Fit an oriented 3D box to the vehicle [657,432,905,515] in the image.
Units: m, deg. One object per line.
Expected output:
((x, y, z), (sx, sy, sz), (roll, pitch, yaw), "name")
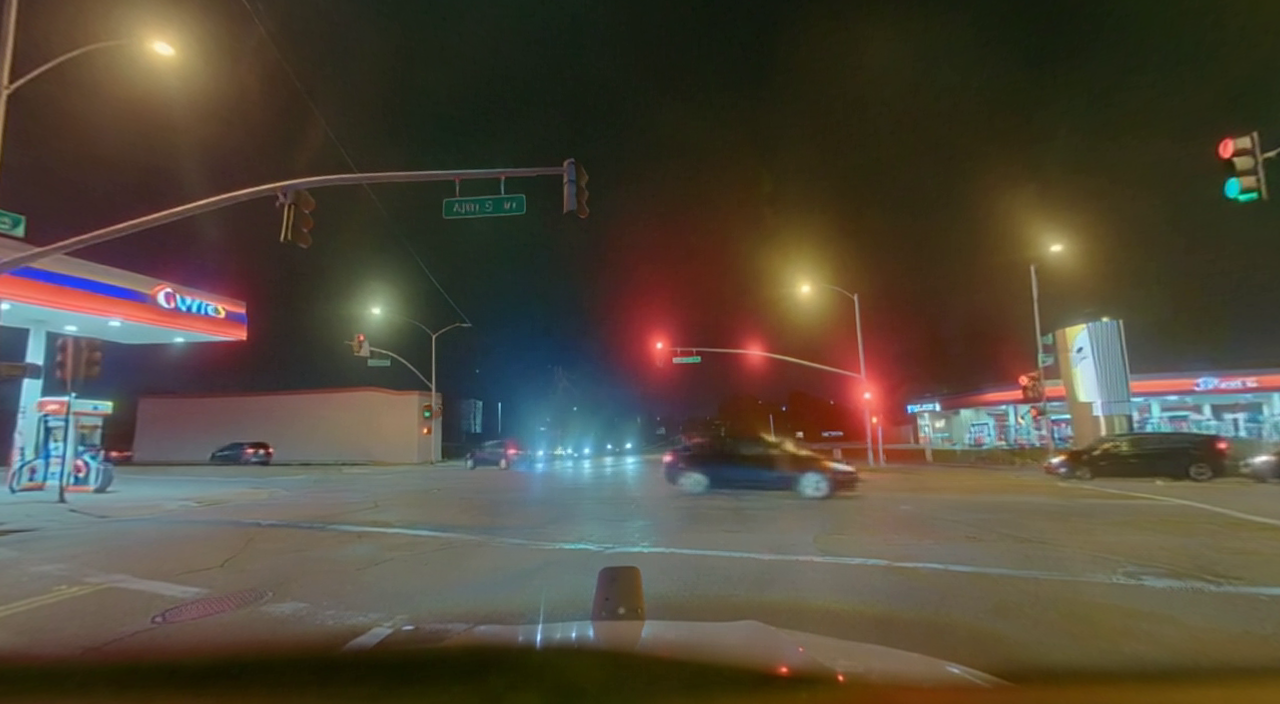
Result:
((2.891, 2.473, 13.285), (4.670, 1.458, 1.959), (-5, -10, 29), "vehicle")

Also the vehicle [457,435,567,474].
((-5.747, 4.569, 28.290), (4.568, 1.643, 1.911), (-5, -9, 26), "vehicle")

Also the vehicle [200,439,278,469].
((-24.195, 6.119, 38.089), (4.562, 1.676, 1.819), (-5, -10, 27), "vehicle")

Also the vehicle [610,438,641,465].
((-1.115, 7.073, 45.151), (2.083, 1.764, 5.011), (0, -8, -3), "vehicle")

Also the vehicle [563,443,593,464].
((-4.595, 7.598, 47.320), (2.003, 1.481, 4.091), (0, -8, -3), "vehicle")

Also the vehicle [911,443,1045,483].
((13.328, 4.355, 25.026), (4.435, 1.457, 1.766), (-6, -10, 33), "vehicle")

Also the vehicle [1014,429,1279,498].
((12.313, 2.747, 15.811), (4.681, 1.495, 2.096), (-3, -9, 21), "vehicle")

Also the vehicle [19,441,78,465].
((-45.806, 7.824, 48.892), (4.311, 1.742, 1.864), (-5, -10, 27), "vehicle")

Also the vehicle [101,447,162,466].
((-40.112, 8.236, 49.835), (4.801, 1.466, 1.830), (-5, -10, 27), "vehicle")
